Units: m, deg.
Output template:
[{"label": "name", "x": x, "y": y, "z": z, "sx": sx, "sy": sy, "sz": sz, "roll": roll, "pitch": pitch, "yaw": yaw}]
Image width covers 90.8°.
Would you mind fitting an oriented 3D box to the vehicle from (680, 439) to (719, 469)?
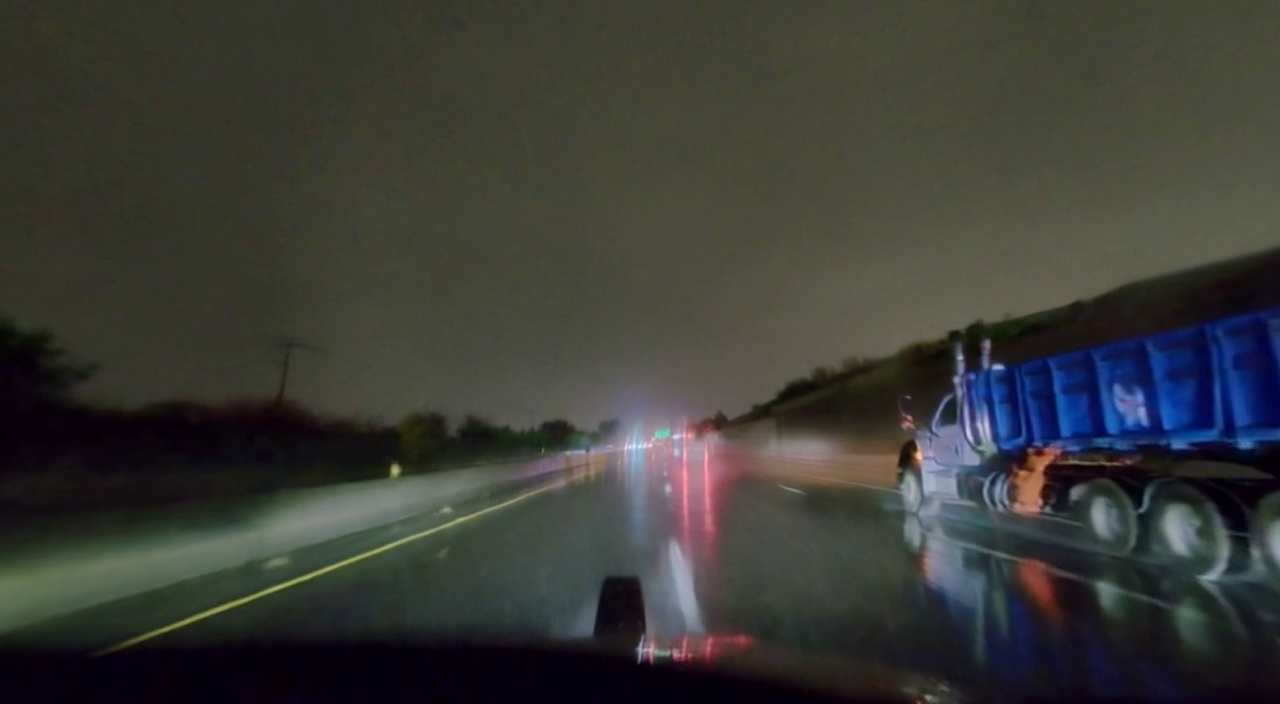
[{"label": "vehicle", "x": 4.157, "y": 7.320, "z": 45.276, "sx": 2.309, "sy": 2.003, "sz": 5.139, "roll": 0, "pitch": -9, "yaw": 0}]
